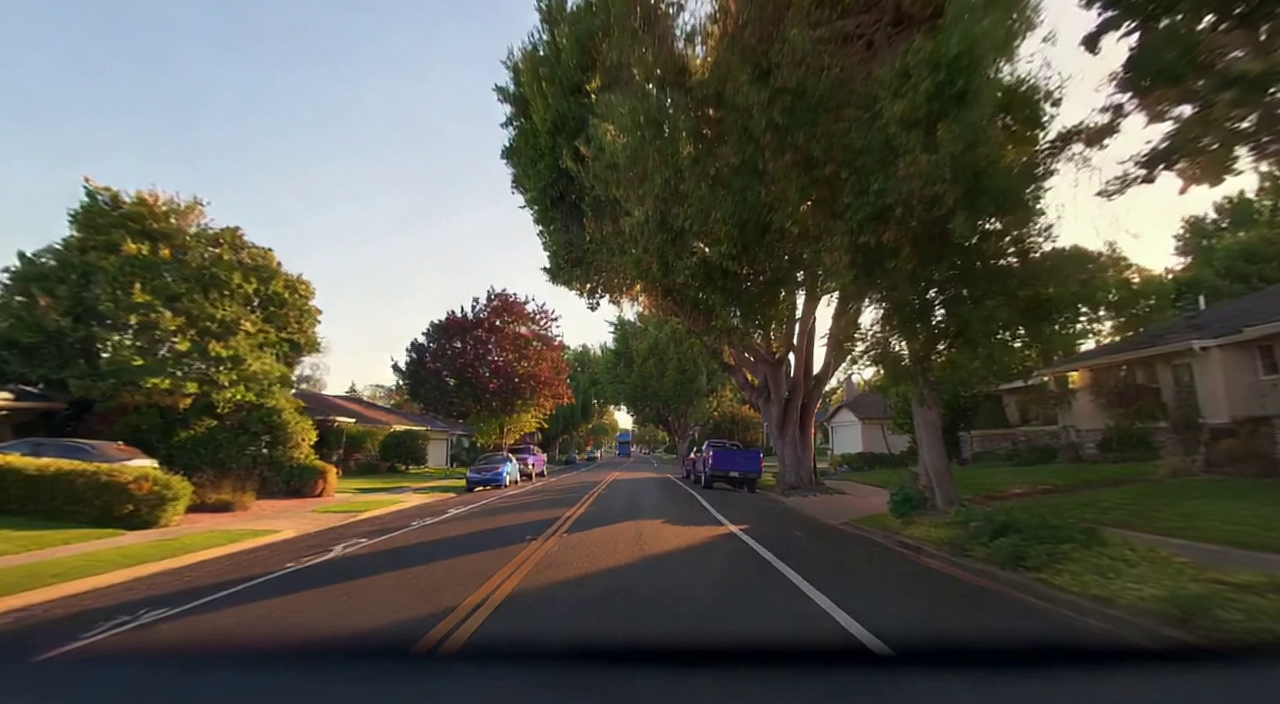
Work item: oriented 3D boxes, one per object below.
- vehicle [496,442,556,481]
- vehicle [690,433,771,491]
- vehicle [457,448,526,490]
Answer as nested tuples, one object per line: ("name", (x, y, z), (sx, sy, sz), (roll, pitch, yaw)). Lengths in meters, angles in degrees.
("vehicle", (-6.492, 6.321, 36.791), (2.302, 2.059, 5.758), (0, -9, 1))
("vehicle", (3.429, 4.329, 25.291), (2.332, 2.044, 5.695), (0, -9, -1))
("vehicle", (-6.905, 5.473, 29.968), (2.005, 1.785, 5.179), (0, -9, 0))
